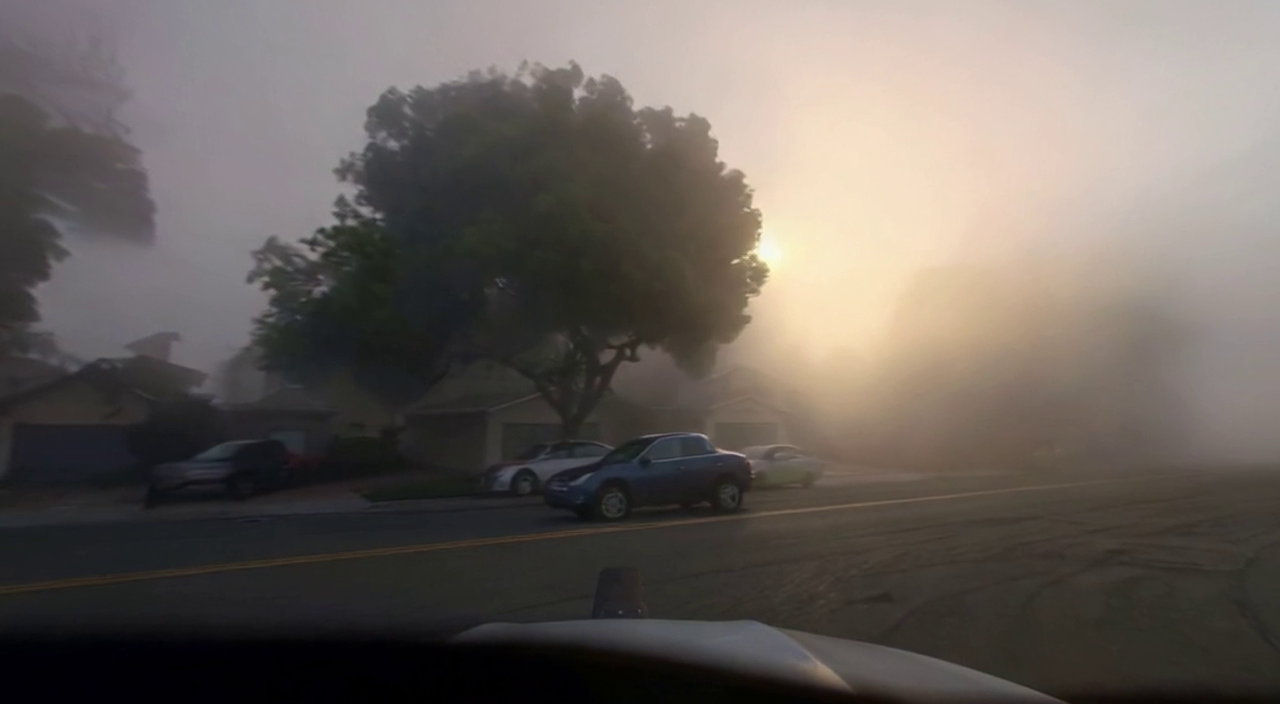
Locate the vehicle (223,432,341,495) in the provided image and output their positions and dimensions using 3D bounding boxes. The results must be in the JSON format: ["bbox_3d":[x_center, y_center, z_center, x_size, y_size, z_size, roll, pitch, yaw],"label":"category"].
[{"bbox_3d":[-11.176,3.389,19.601,2.160,1.695,4.183,8,-11,-43],"label":"vehicle"}]

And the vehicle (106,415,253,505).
[{"bbox_3d":[-12.632,2.870,17.171,2.455,2.018,5.271,8,-11,-42],"label":"vehicle"}]

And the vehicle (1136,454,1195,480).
[{"bbox_3d":[32.936,7.191,39.700,1.726,1.416,4.160,-4,-9,24],"label":"vehicle"}]

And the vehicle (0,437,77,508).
[{"bbox_3d":[-15.084,2.860,15.356,1.833,1.540,3.532,8,-11,-42],"label":"vehicle"}]

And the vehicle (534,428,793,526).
[{"bbox_3d":[0.446,2.545,13.366,5.082,1.789,1.947,2,-9,-17],"label":"vehicle"}]
